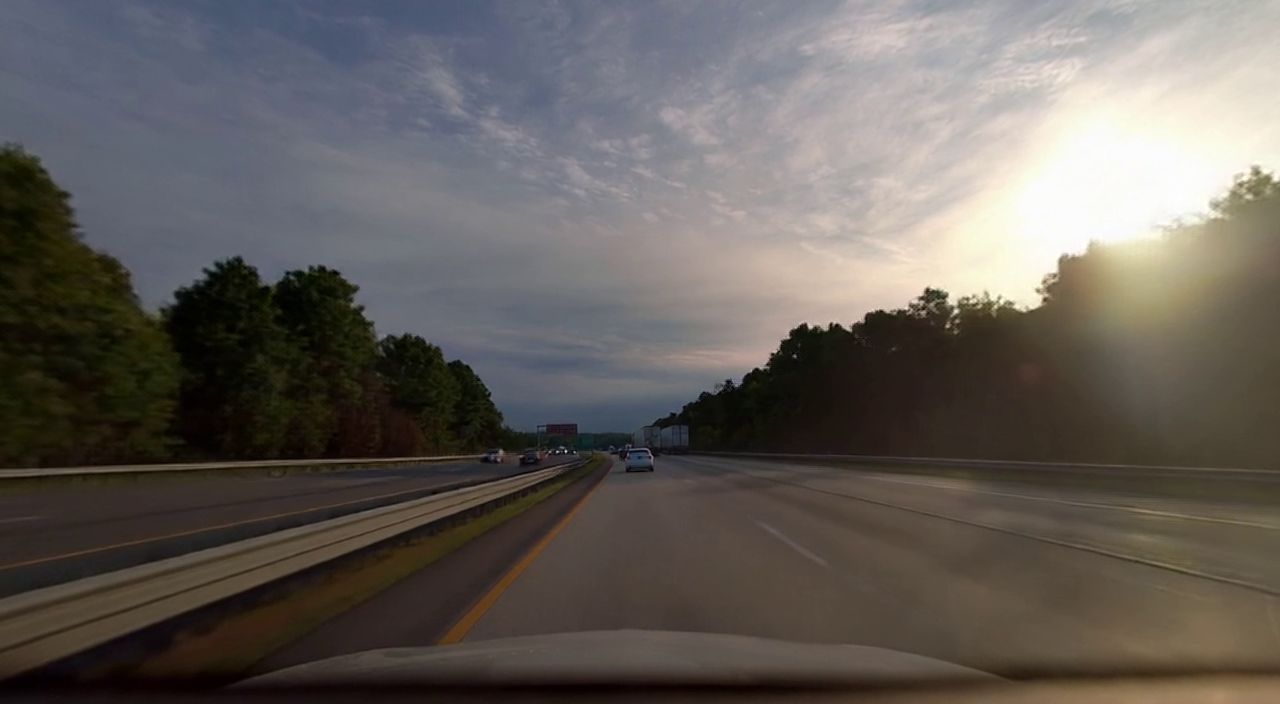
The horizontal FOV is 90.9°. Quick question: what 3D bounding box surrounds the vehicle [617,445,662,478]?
[{"bbox_3d":[-0.055,5.478,31.665,2.069,1.523,4.012,0,-9,-1],"label":"vehicle"}]
